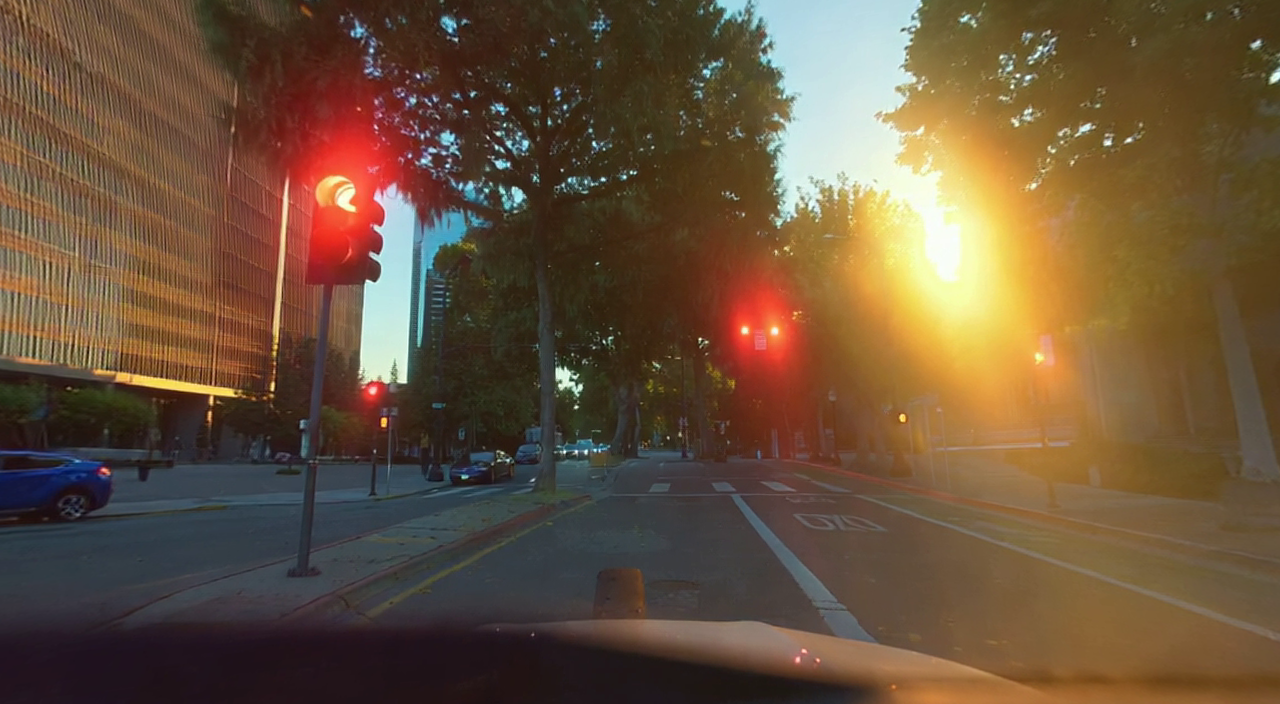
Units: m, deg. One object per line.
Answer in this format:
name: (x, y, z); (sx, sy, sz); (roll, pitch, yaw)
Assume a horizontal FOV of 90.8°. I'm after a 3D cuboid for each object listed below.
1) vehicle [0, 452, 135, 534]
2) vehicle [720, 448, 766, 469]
vehicle: (-12.860, 2.714, 12.264); (4.598, 1.490, 1.816); (7, -11, -40)
vehicle: (7.842, 8.124, 48.417); (1.829, 1.440, 4.384); (2, -9, -14)
